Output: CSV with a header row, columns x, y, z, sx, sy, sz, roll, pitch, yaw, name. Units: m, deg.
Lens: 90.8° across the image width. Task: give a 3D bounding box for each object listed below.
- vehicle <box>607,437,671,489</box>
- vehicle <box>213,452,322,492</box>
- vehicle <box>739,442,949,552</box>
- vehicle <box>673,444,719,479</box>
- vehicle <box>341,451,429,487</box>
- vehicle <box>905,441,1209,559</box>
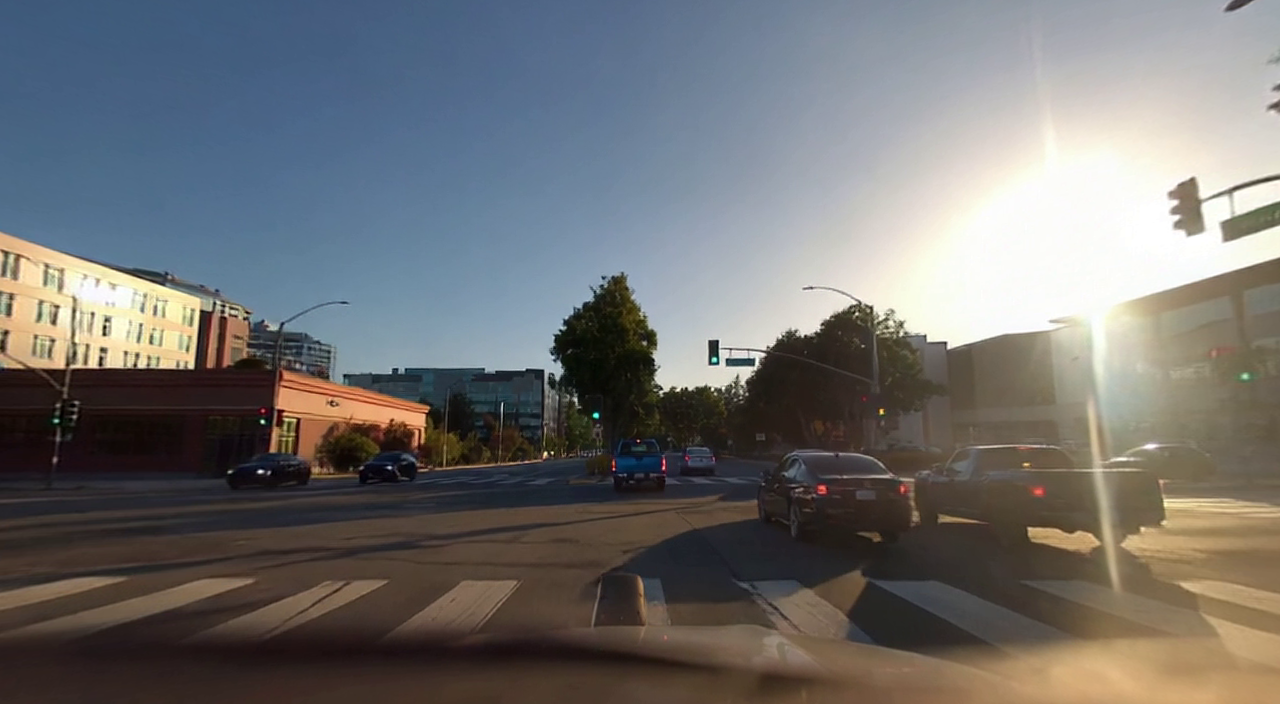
x,y,z,sx,sy,sz,roll,pitch,yaw,name
-0.073,4.419,25.578,2.344,1.883,4.572,0,-8,0,vehicle
-15.532,4.994,26.662,1.915,1.491,4.347,0,-8,0,vehicle
3.138,2.307,10.869,2.057,1.463,4.365,0,-8,-1,vehicle
3.034,5.979,34.849,2.013,1.742,4.424,0,-8,-1,vehicle
-11.399,5.230,28.617,1.989,1.459,4.667,0,-8,1,vehicle
6.277,2.225,10.379,1.855,1.469,4.598,0,-8,0,vehicle
